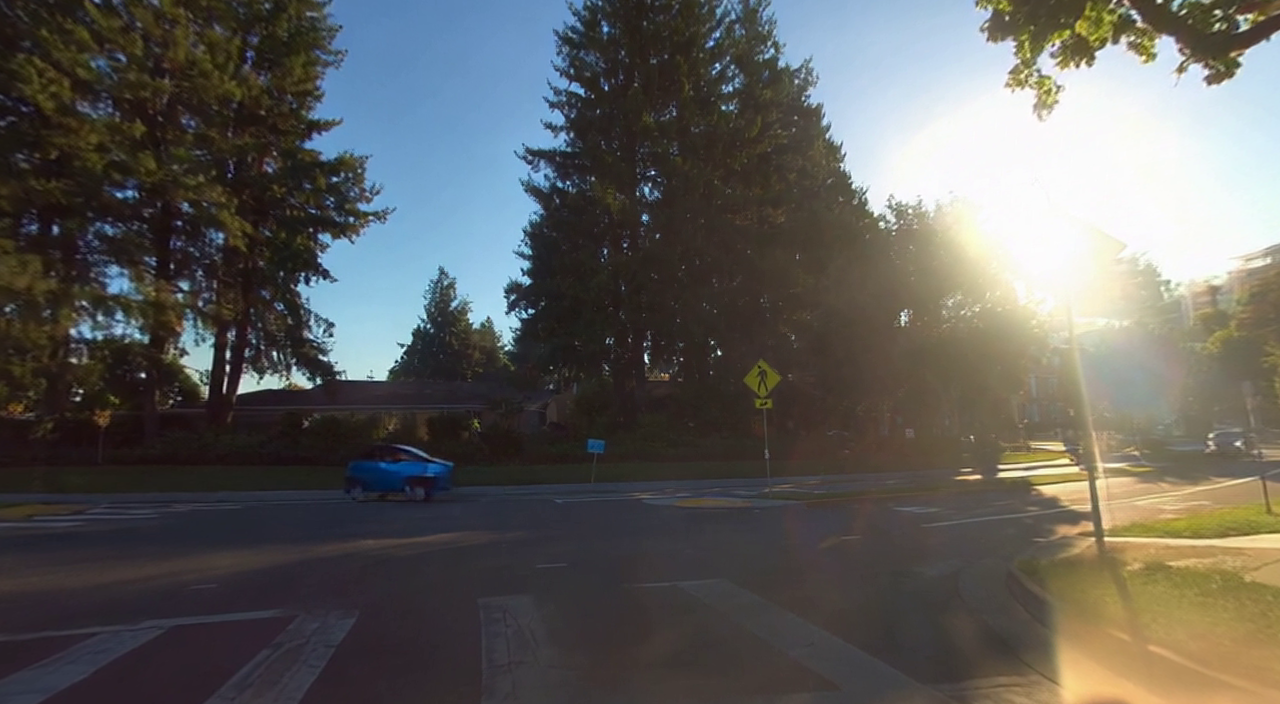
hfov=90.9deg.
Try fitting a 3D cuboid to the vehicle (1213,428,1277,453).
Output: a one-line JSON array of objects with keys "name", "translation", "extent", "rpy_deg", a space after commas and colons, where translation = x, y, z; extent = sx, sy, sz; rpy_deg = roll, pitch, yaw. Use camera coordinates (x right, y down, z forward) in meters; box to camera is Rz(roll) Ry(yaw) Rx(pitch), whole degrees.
[{"name": "vehicle", "translation": [38.327, 5.605, 39.892], "extent": [4.473, 1.474, 2.108], "rpy_deg": [6, -10, -37]}]
